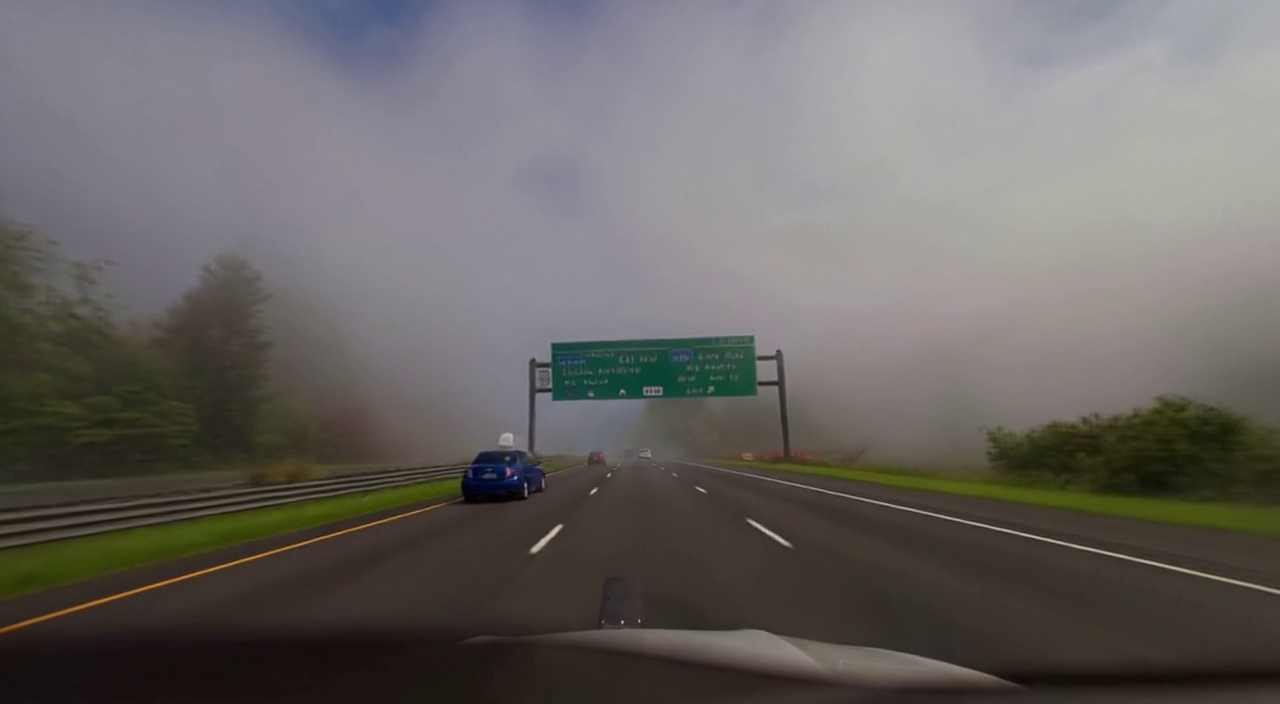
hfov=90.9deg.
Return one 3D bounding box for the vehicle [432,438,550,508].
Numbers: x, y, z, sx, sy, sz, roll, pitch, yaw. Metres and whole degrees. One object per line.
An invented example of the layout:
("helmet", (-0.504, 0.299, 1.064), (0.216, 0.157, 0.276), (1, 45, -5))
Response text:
("vehicle", (-3.745, 3.146, 16.774), (2.028, 1.584, 4.481), (0, -9, 0))
